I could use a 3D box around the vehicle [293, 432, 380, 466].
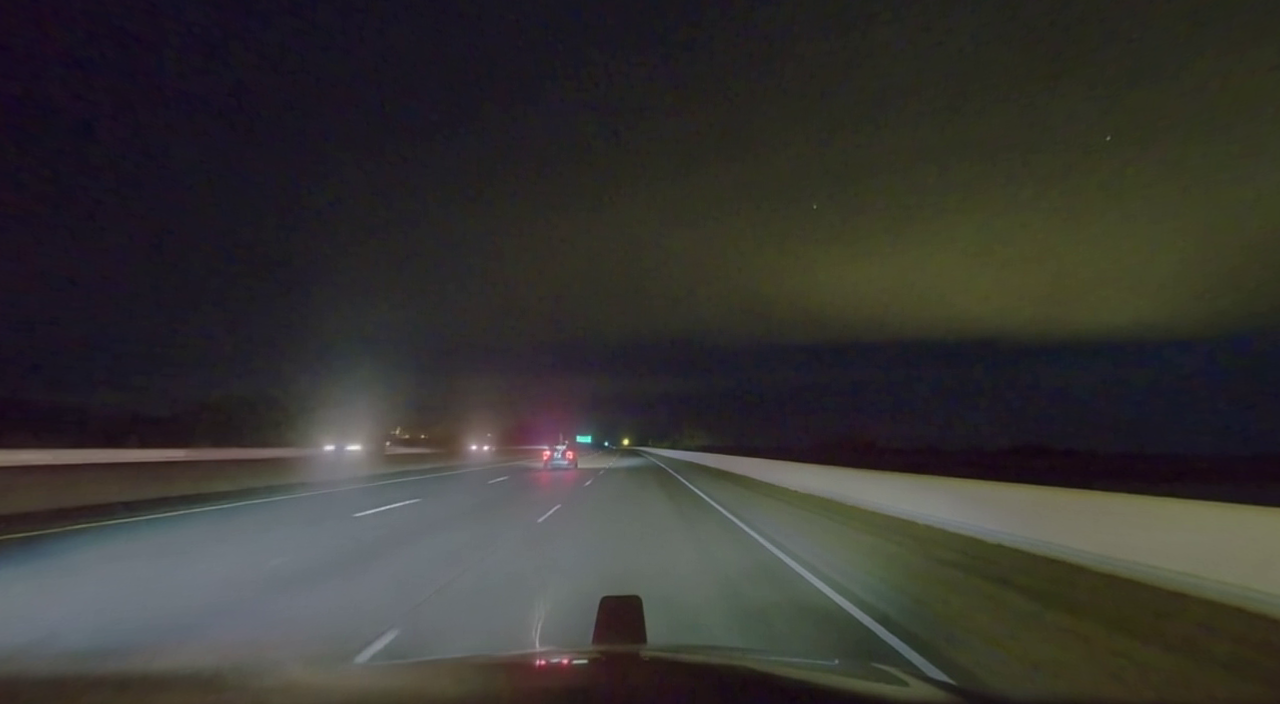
[{"bbox_3d":[-17.188,5.549,36.055,2.261,1.747,5.352,1,-9,0],"label":"vehicle"}]

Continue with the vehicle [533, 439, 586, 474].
[{"bbox_3d":[-4.089,5.391,32.711,2.133,1.683,4.340,1,-9,0],"label":"vehicle"}]

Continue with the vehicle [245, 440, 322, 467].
[{"bbox_3d":[-21.172,6.066,37.654,1.861,1.485,4.658,0,-9,0],"label":"vehicle"}]
